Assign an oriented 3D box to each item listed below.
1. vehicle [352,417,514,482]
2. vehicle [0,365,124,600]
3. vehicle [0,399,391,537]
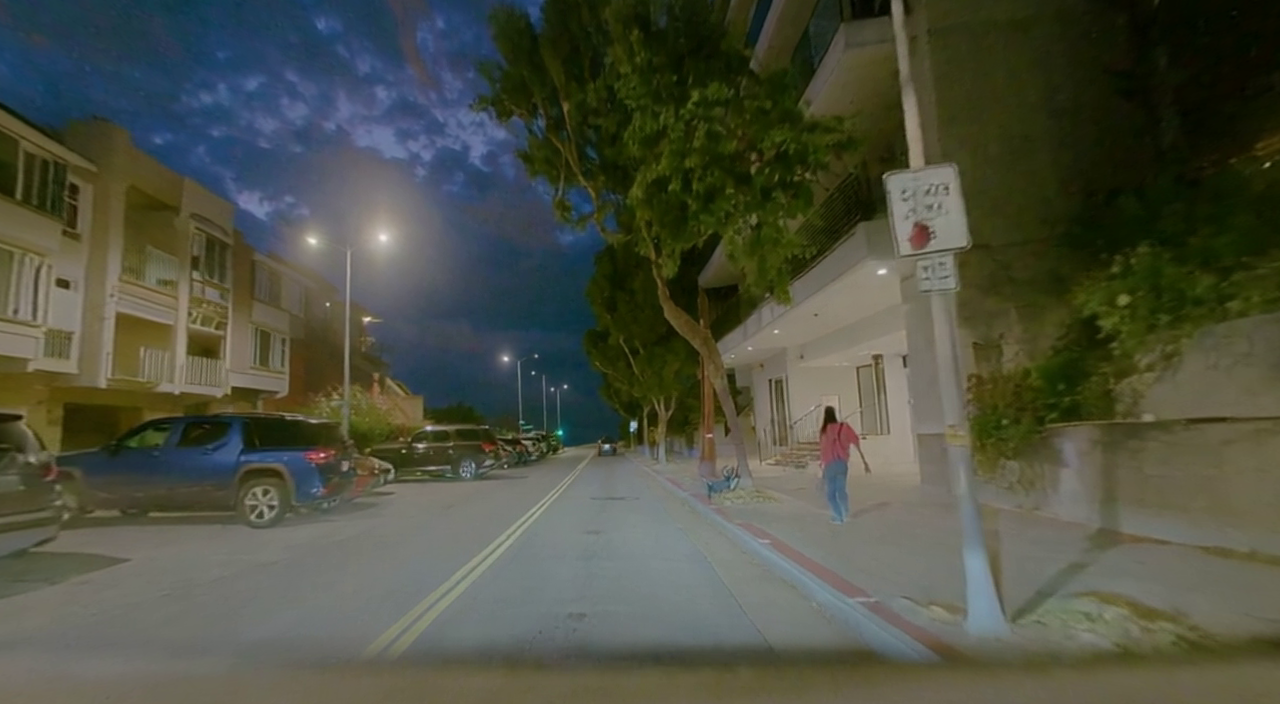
[{"bbox_3d":[-8.106,3.902,25.337,5.592,2.439,2.515,0,-9,-3],"label":"vehicle"},{"bbox_3d":[-7.518,1.206,5.490,4.254,1.953,2.097,-2,-5,-4],"label":"vehicle"},{"bbox_3d":[-7.809,2.000,11.192,5.824,2.125,2.233,1,-9,-5],"label":"vehicle"}]
